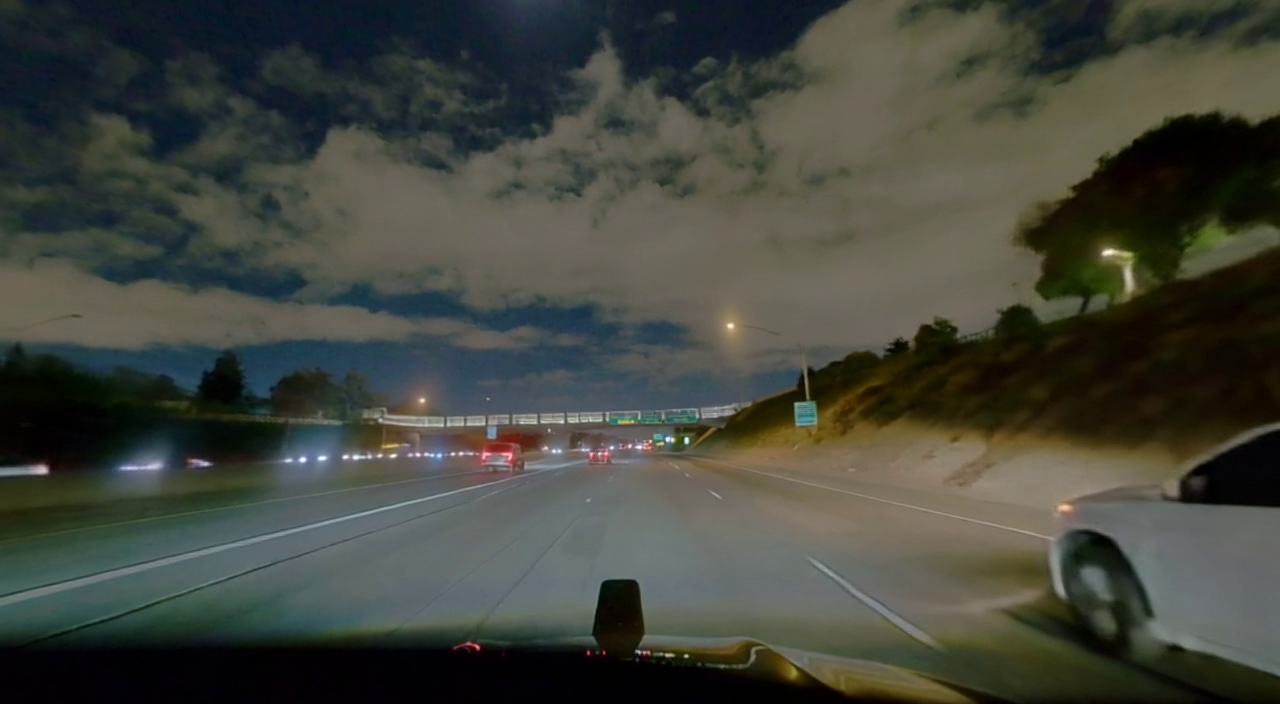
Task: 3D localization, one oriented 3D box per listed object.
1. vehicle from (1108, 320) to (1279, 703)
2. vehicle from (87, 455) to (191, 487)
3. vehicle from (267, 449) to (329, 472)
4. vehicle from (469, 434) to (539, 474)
[{"bbox_3d":[3.666,0.552,1.390,1.990,1.735,4.276,0,-9,1],"label":"vehicle"},{"bbox_3d":[-26.441,6.266,33.471,1.864,1.502,4.402,0,-9,0],"label":"vehicle"},{"bbox_3d":[-26.218,8.308,48.530,1.985,1.697,4.891,0,-9,1],"label":"vehicle"},{"bbox_3d":[-7.176,5.466,33.916,2.341,1.959,5.684,0,-9,1],"label":"vehicle"}]
